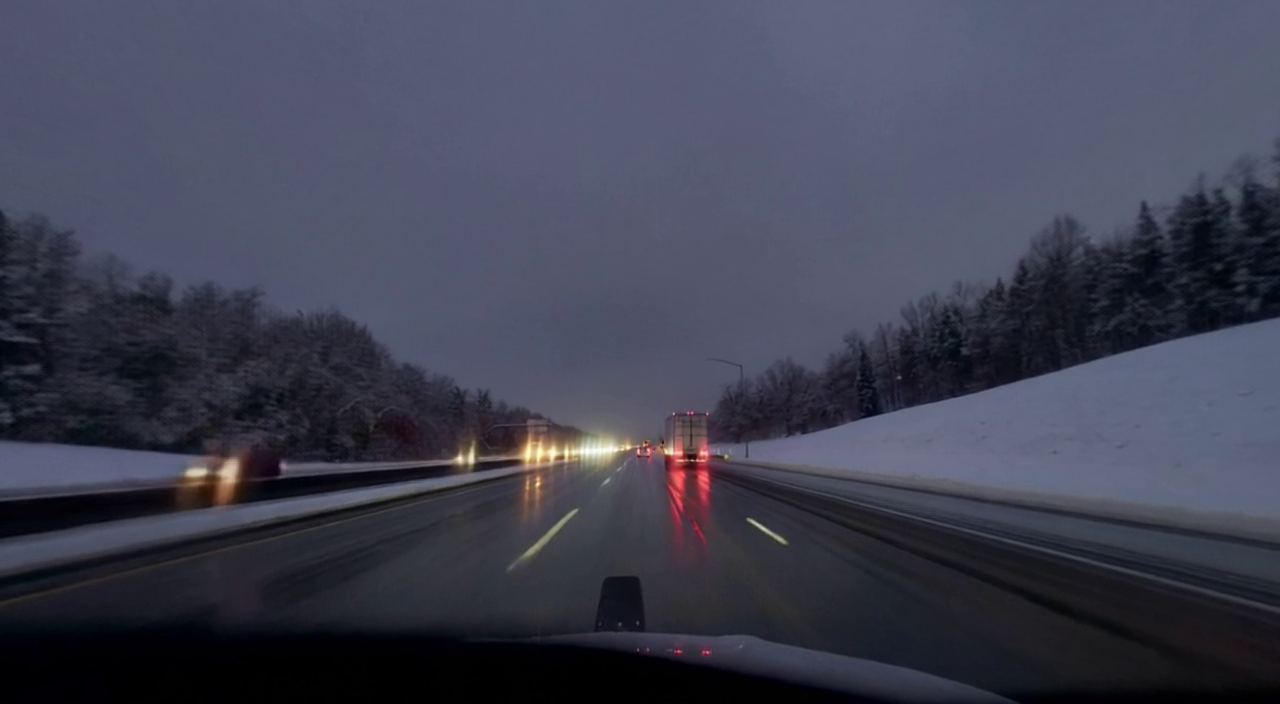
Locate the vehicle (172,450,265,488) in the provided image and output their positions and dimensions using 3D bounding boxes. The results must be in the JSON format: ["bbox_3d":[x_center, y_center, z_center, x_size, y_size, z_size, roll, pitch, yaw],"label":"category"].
[{"bbox_3d":[-20.867,5.785,31.401,1.834,1.721,3.888,0,-9,1],"label":"vehicle"}]
